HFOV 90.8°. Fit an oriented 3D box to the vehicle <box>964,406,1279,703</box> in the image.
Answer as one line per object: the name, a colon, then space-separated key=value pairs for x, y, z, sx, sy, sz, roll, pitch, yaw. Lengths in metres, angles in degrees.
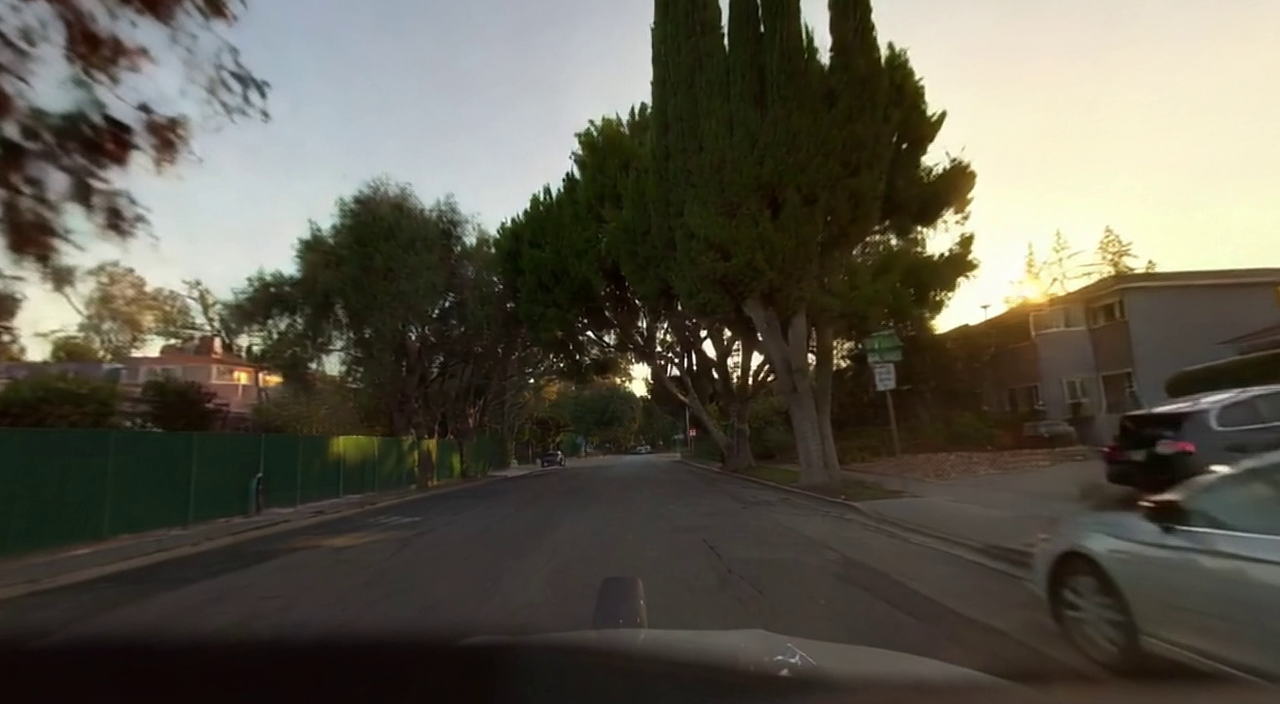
vehicle: x=3.686 y=0.970 z=2.471 sx=2.051 sy=1.524 sz=5.047 roll=0 pitch=-8 yaw=-2
